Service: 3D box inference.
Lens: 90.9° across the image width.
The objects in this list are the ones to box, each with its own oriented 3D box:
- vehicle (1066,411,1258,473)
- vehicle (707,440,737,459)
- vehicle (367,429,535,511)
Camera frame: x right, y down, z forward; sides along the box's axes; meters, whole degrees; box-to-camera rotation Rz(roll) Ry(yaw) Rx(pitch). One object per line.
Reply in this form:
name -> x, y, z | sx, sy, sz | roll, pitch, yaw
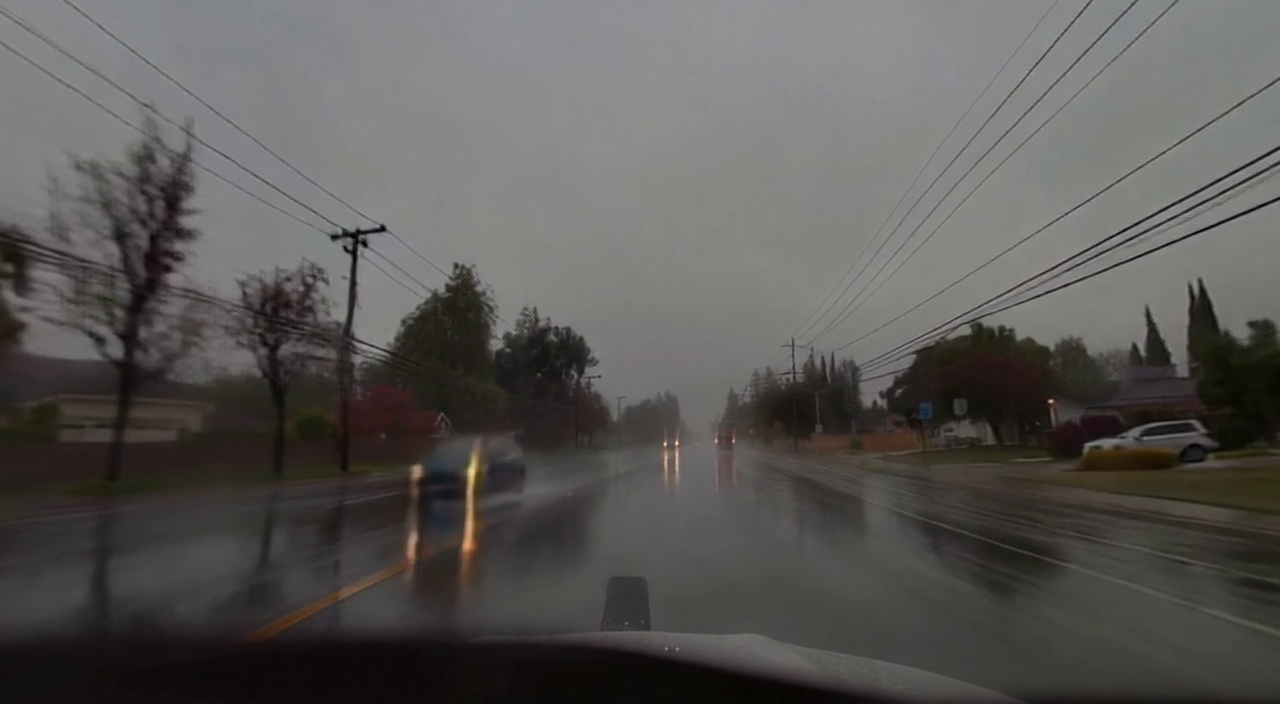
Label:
vehicle -> 18.000, 3.190, 22.117 | 4.687, 1.805, 2.130 | -8, -11, 29
vehicle -> 6.347, 7.639, 49.307 | 1.982, 1.451, 4.152 | -1, -9, 3
vehicle -> -3.866, 2.512, 13.831 | 1.974, 1.479, 4.392 | -1, -9, 5
